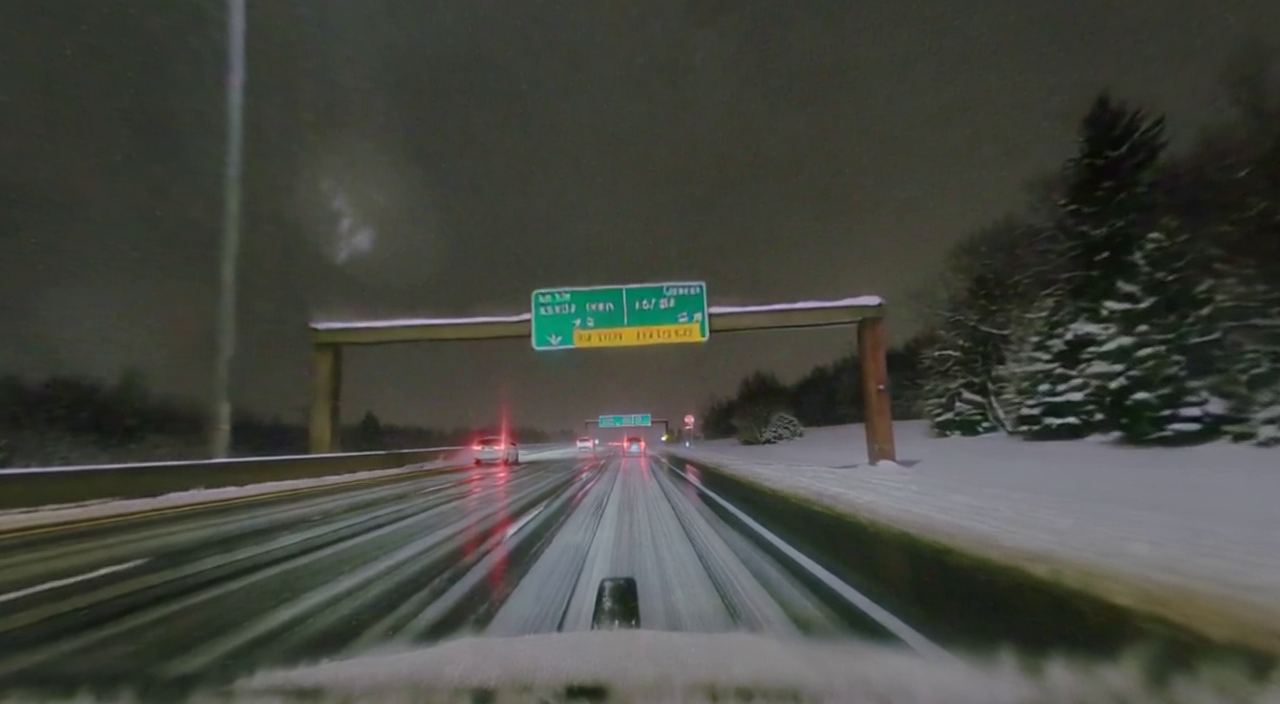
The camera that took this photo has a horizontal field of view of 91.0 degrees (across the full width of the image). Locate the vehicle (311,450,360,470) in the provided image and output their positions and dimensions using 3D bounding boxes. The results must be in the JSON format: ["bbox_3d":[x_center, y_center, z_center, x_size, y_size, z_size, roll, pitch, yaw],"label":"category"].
[{"bbox_3d":[-23.164,8.193,47.998,1.813,1.419,3.956,0,-8,-1],"label":"vehicle"}]

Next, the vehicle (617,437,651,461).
[{"bbox_3d":[-0.409,6.264,40.625,2.072,1.440,3.690,0,-8,-1],"label":"vehicle"}]

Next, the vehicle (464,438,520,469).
[{"bbox_3d":[-7.886,5.411,33.882,1.939,1.504,4.727,0,-8,-1],"label":"vehicle"}]
